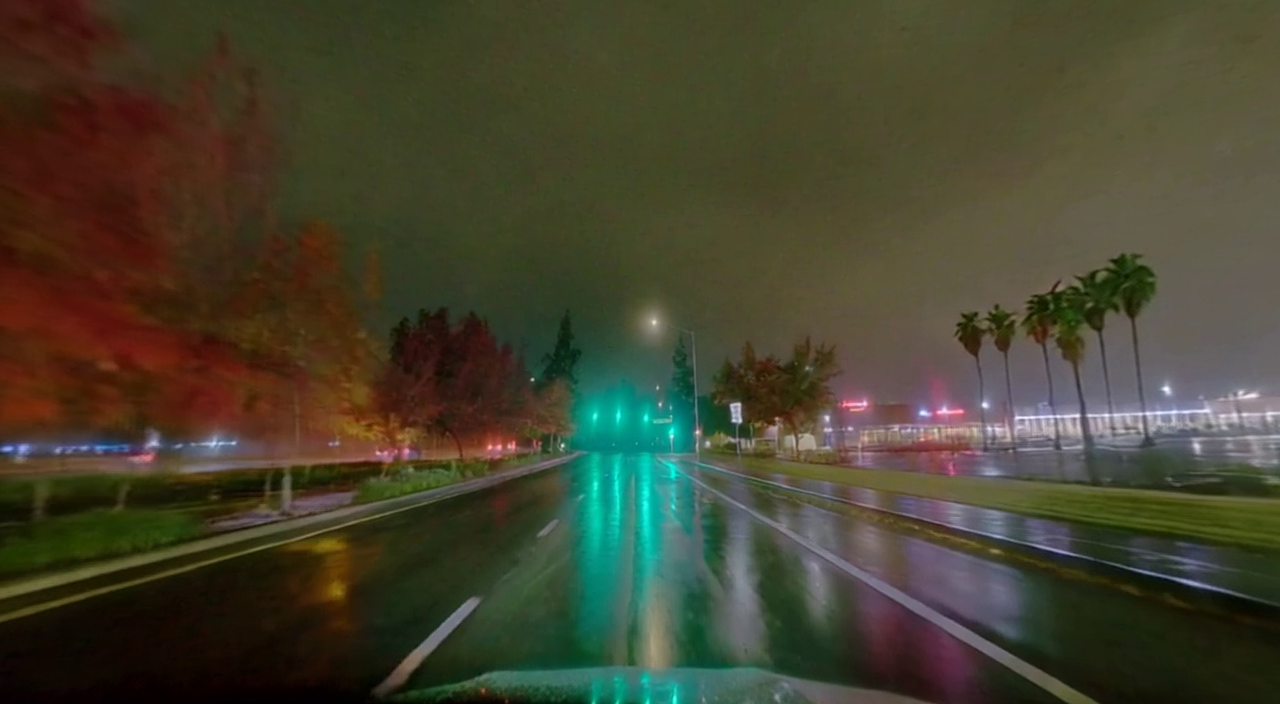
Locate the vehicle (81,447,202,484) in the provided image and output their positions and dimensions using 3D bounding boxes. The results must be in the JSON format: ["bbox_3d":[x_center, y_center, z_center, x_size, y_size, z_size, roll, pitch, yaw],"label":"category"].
[{"bbox_3d":[-22.972,5.222,29.314,1.903,1.510,4.569,1,-9,-1],"label":"vehicle"}]
